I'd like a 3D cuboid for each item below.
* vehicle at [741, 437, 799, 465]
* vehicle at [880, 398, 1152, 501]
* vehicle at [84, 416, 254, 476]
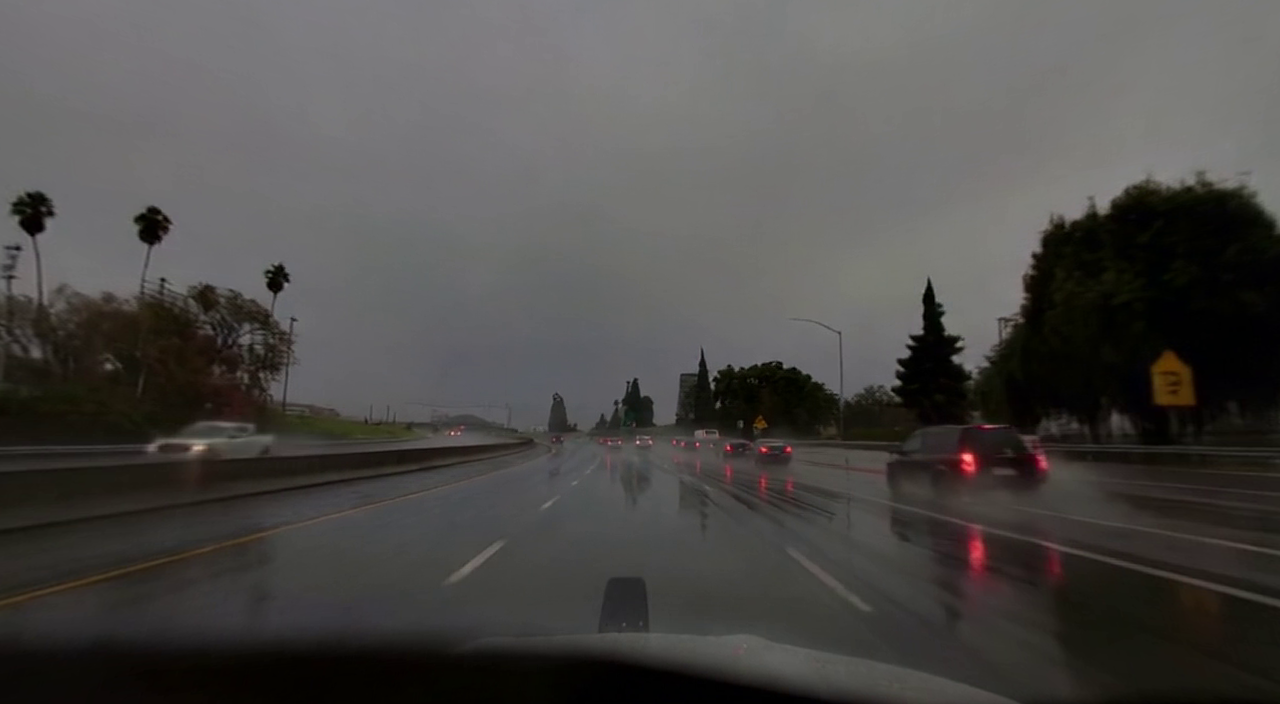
[{"bbox_3d":[7.299,5.612,35.940,2.110,1.481,4.511,0,-8,-3],"label":"vehicle"},{"bbox_3d":[8.586,2.375,15.594,2.622,1.977,6.537,0,-8,-1],"label":"vehicle"},{"bbox_3d":[-15.009,3.038,20.531,2.019,1.712,4.612,0,-8,-1],"label":"vehicle"}]
